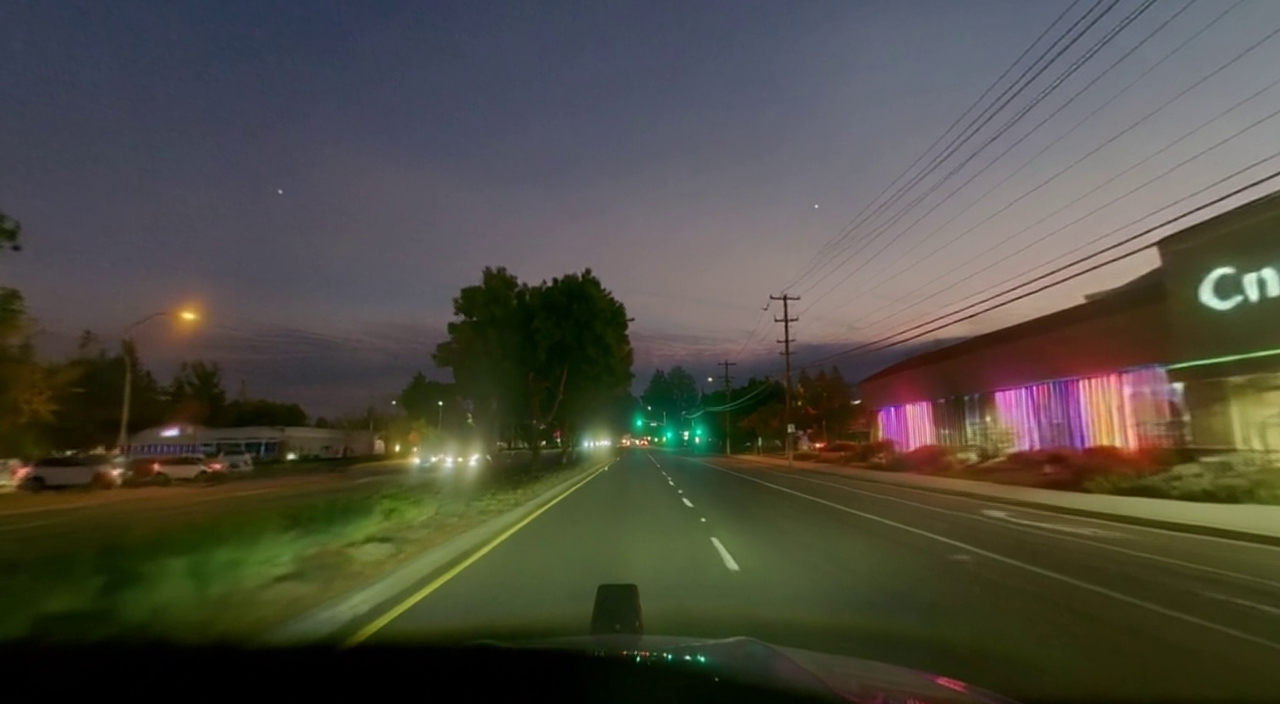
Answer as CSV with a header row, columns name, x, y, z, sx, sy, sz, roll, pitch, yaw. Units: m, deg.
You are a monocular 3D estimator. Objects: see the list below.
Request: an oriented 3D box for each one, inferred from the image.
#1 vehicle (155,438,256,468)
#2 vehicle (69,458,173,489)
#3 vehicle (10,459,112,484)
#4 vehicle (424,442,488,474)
name,x,y,z,sx,sy,sz,roll,pitch,yaw
vehicle,-29.776,6.935,43.449,5.145,1.979,2.281,0,-8,-3
vehicle,-29.725,6.962,36.247,4.377,1.520,1.843,-2,-8,2
vehicle,-37.744,7.798,41.310,1.864,1.501,4.419,-4,-11,29
vehicle,-9.353,5.425,32.559,1.900,1.488,4.675,0,-8,0
